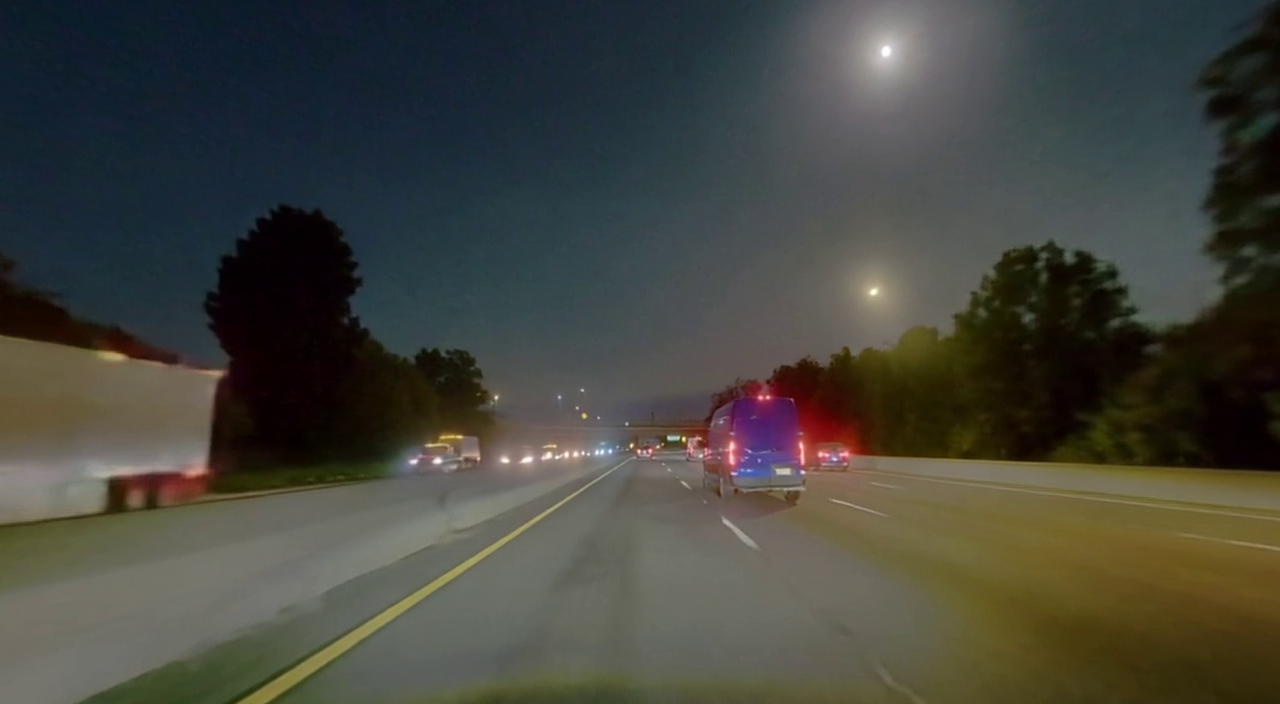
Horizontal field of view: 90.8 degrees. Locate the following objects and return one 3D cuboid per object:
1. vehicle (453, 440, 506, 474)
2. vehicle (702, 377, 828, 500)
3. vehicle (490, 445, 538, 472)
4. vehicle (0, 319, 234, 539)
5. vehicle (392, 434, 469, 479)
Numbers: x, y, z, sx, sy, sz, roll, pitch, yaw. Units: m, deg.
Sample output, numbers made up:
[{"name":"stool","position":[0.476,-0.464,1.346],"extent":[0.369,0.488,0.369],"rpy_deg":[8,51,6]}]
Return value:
[{"name":"vehicle","position":[-10.713,7.057,42.519],"extent":[2.122,2.169,5.020],"rpy_deg":[0,-9,1]},{"name":"vehicle","position":[3.564,2.756,19.808],"extent":[2.460,3.155,6.902],"rpy_deg":[0,-9,0]},{"name":"vehicle","position":[-7.356,6.273,37.265],"extent":[1.902,1.496,4.320],"rpy_deg":[0,-9,1]},{"name":"vehicle","position":[-15.339,1.456,12.242],"extent":[3.234,4.648,17.365],"rpy_deg":[0,-9,1]},{"name":"vehicle","position":[-14.614,7.381,44.689],"extent":[3.167,2.873,6.515],"rpy_deg":[0,-9,0]}]
